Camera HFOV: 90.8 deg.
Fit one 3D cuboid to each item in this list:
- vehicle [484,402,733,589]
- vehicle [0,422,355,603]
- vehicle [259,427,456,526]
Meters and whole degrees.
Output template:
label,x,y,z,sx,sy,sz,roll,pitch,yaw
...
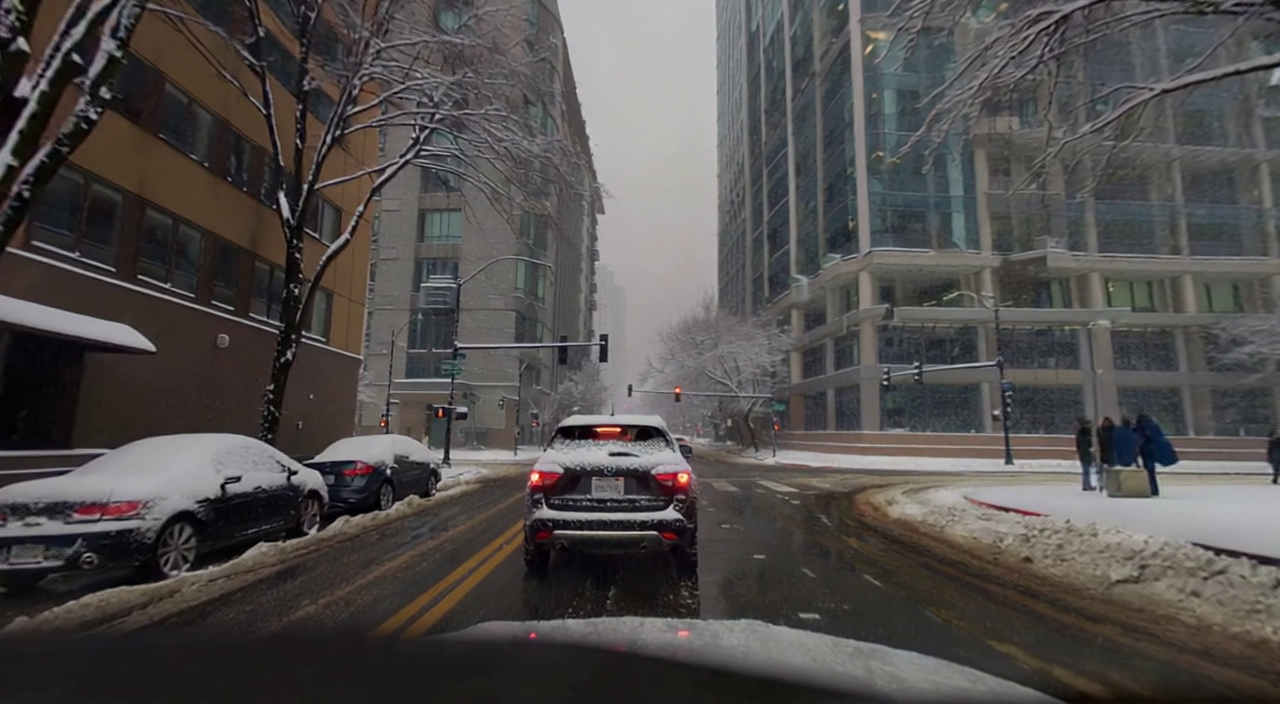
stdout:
label,x,y,z,sx,sy,sz,roll,pitch,yaw
vehicle,-0.266,1.599,7.788,2.258,1.687,3.934,0,-9,1
vehicle,-5.742,1.853,8.278,1.904,1.684,4.529,0,-9,-1
vehicle,-5.871,2.635,13.963,2.077,1.791,4.751,0,-9,1
